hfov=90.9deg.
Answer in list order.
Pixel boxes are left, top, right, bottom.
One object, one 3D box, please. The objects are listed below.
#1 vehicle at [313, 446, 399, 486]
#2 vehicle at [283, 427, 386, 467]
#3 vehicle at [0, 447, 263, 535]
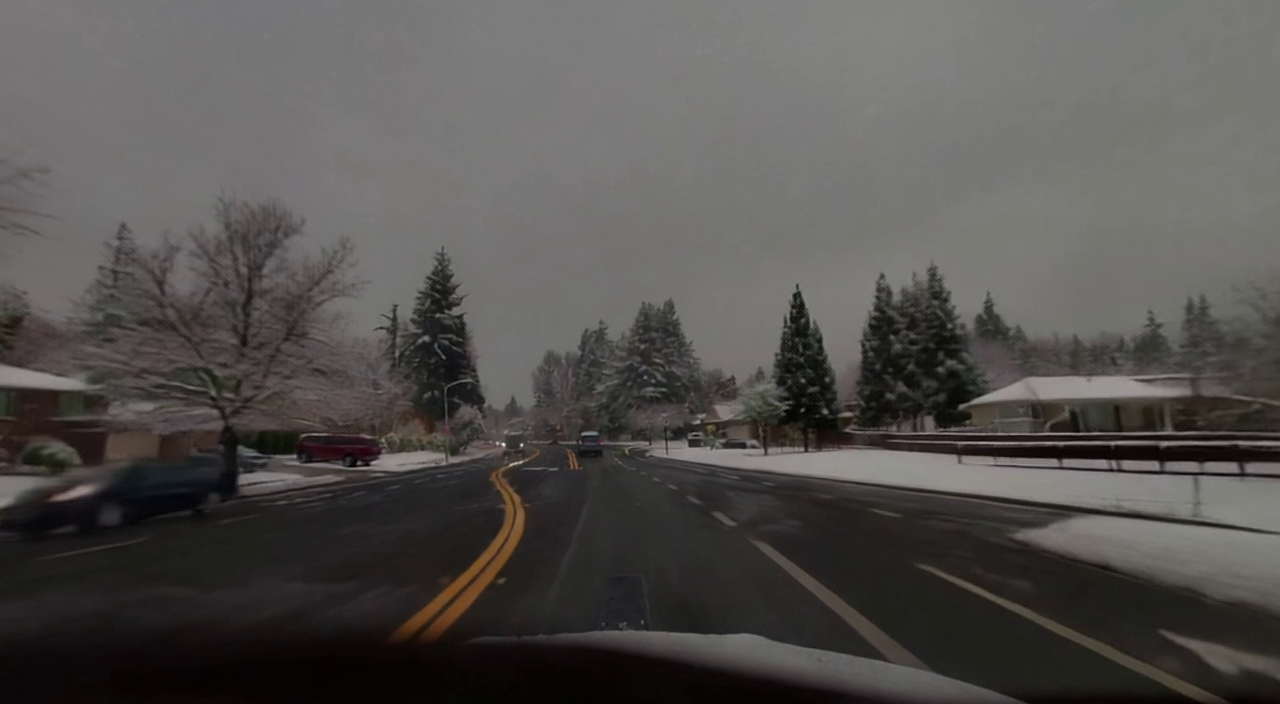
[{"bbox_3d":[-12.885,5.154,28.898,1.881,1.655,4.177,0,-8,1],"label":"vehicle"},{"bbox_3d":[-22.359,6.980,46.260,6.474,2.781,2.364,-1,-8,8],"label":"vehicle"},{"bbox_3d":[-10.719,2.819,13.503,1.979,1.503,4.678,-2,-9,7],"label":"vehicle"}]
